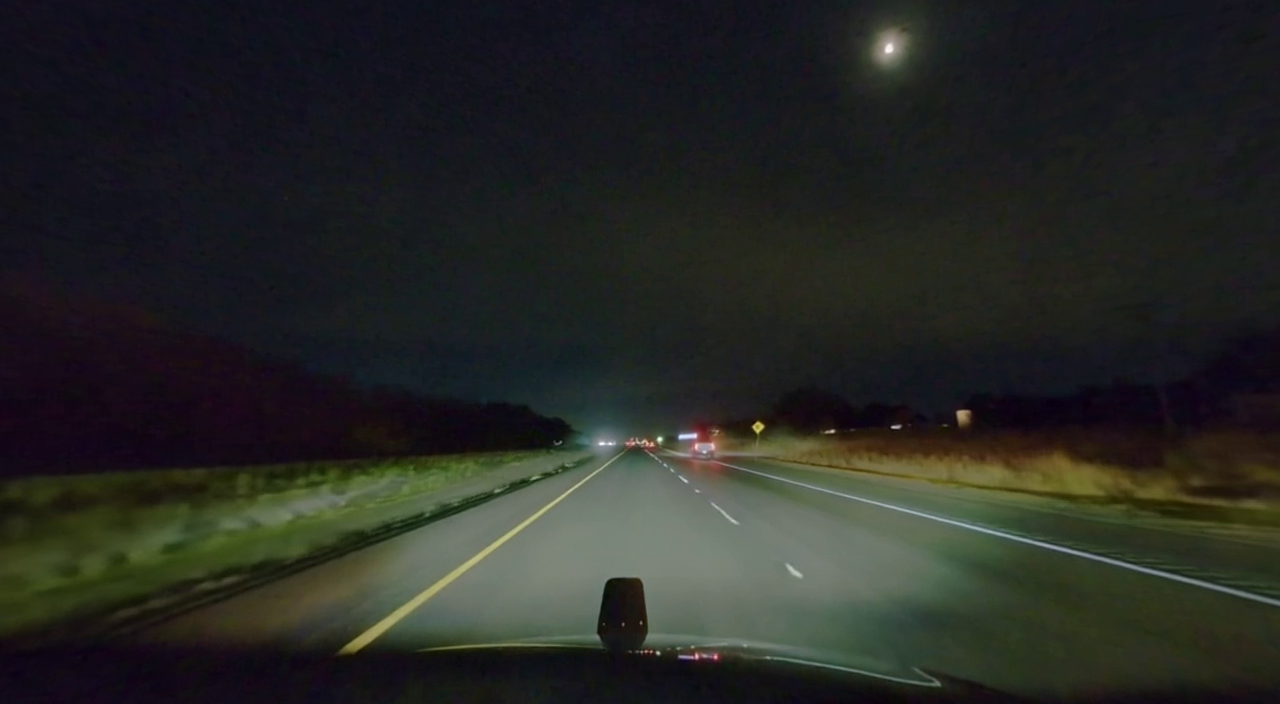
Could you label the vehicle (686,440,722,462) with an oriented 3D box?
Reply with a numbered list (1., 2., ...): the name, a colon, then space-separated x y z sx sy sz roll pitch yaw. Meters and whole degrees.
1. vehicle: 4.519 7.064 45.194 2.012 1.476 4.256 0 -8 -2
